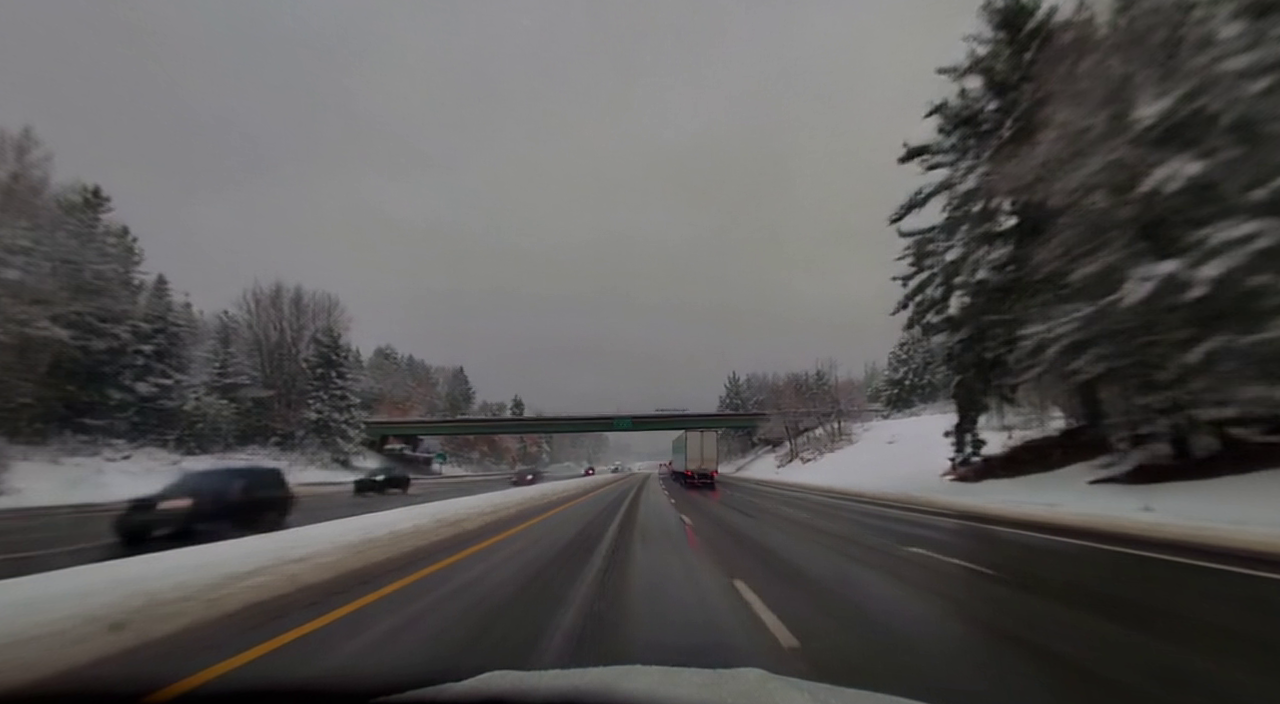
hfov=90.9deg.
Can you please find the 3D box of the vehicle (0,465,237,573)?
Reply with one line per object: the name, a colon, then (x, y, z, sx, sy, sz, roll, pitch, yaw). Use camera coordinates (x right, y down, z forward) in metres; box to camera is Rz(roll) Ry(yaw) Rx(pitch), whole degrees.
vehicle: (-9.713, 2.835, 11.365, 2.046, 1.536, 4.145, 1, -10, 1)
